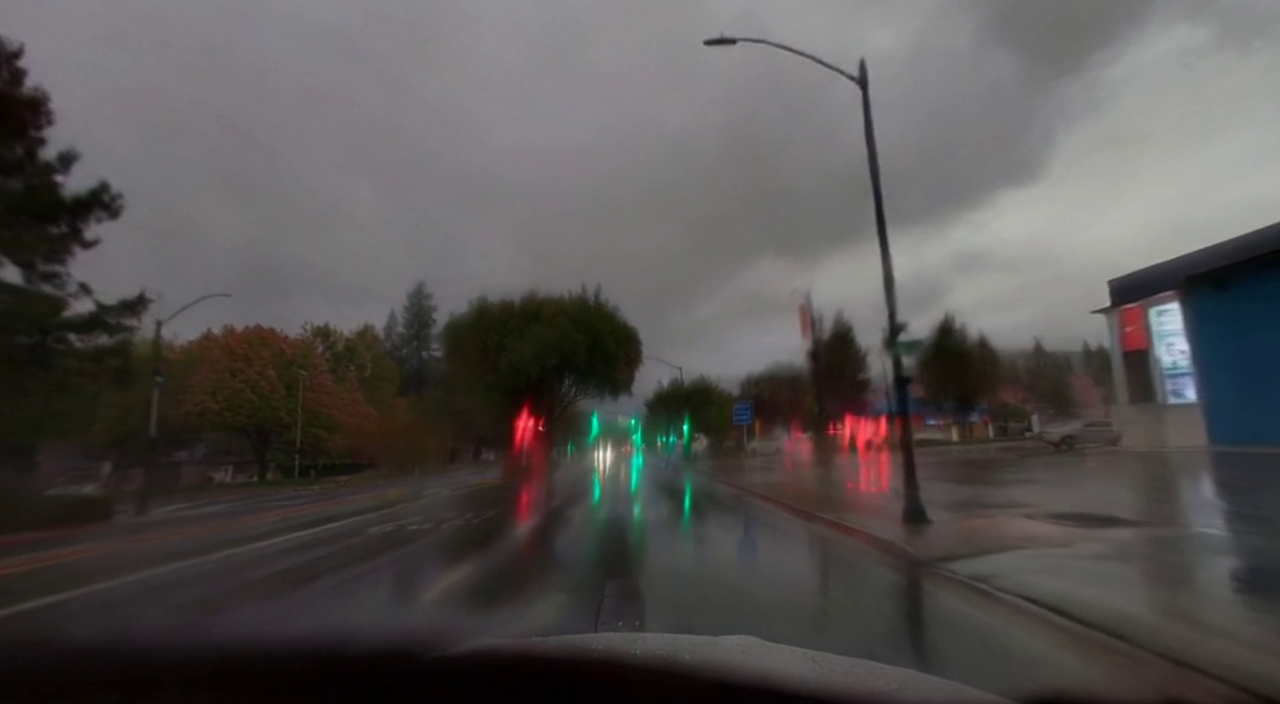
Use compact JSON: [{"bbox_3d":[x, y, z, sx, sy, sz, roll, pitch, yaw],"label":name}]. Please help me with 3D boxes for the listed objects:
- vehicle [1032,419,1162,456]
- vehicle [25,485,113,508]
[{"bbox_3d":[23.304,4.394,32.396,4.902,1.519,2.182,-3,-8,0],"label":"vehicle"},{"bbox_3d":[-40.495,10.227,44.860,4.173,1.452,1.908,1,-9,-7],"label":"vehicle"}]
